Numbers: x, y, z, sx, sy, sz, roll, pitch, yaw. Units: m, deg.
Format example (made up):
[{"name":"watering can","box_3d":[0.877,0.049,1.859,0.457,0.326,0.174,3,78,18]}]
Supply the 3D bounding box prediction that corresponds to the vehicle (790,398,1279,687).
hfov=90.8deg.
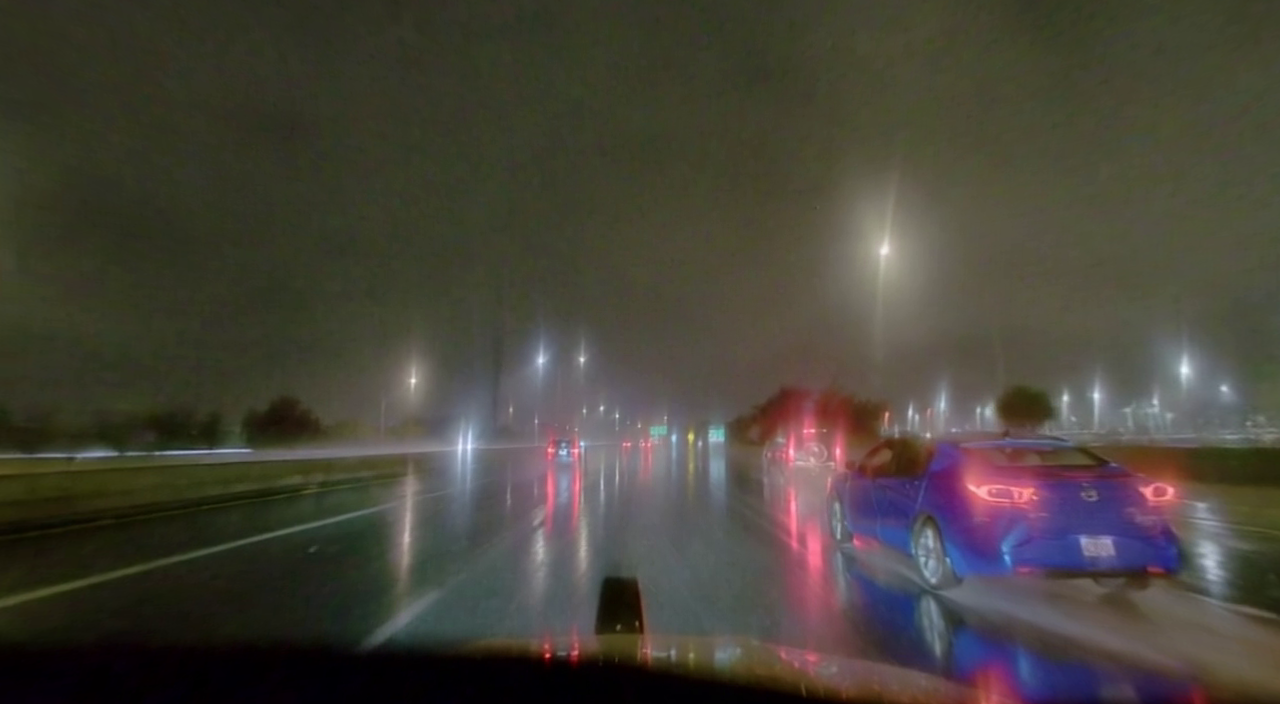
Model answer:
[{"name":"vehicle","box_3d":[3.107,1.397,5.967,2.107,1.550,4.949,0,-8,-1]}]

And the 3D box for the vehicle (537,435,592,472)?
[{"name":"vehicle","box_3d":[-3.759,5.148,32.271,2.193,1.746,4.512,0,-8,1]}]
